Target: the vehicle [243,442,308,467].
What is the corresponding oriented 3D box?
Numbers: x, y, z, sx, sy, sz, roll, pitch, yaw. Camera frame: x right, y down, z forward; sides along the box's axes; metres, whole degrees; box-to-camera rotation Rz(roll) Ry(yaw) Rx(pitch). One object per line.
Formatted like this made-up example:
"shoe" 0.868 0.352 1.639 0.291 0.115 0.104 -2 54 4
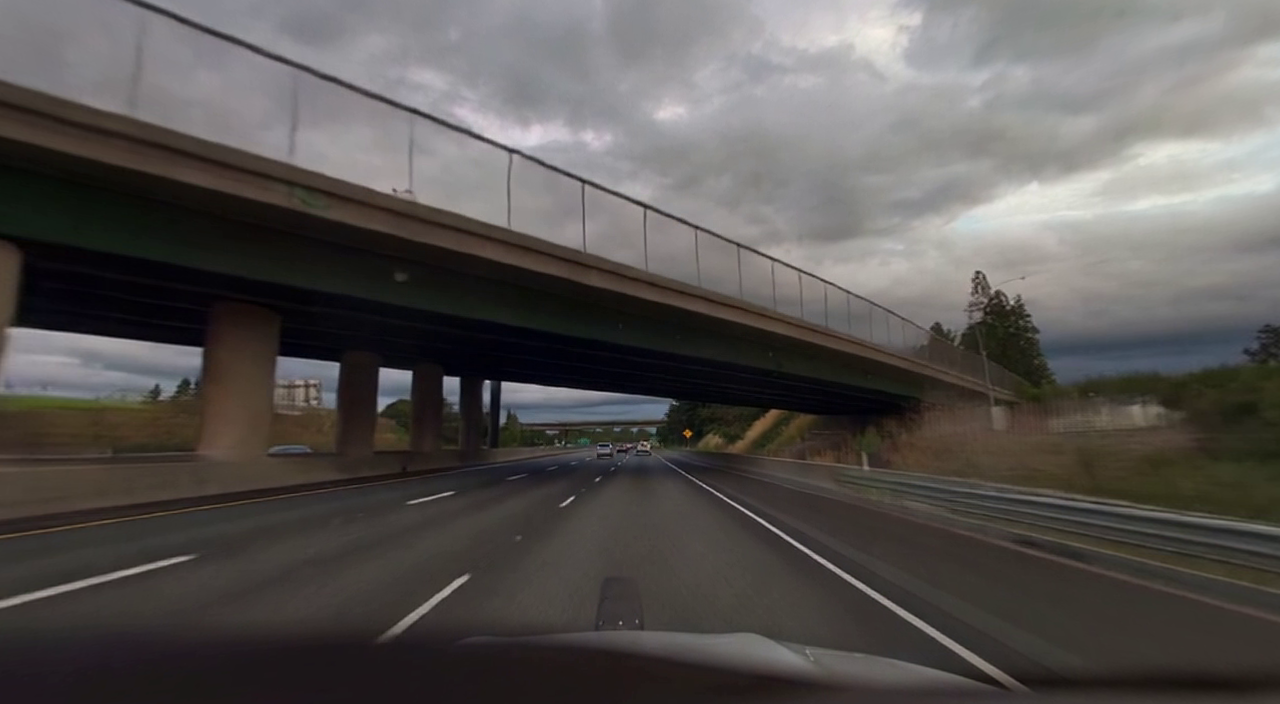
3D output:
"vehicle" -27.240 7.652 47.243 2.011 1.754 4.720 0 -9 0
